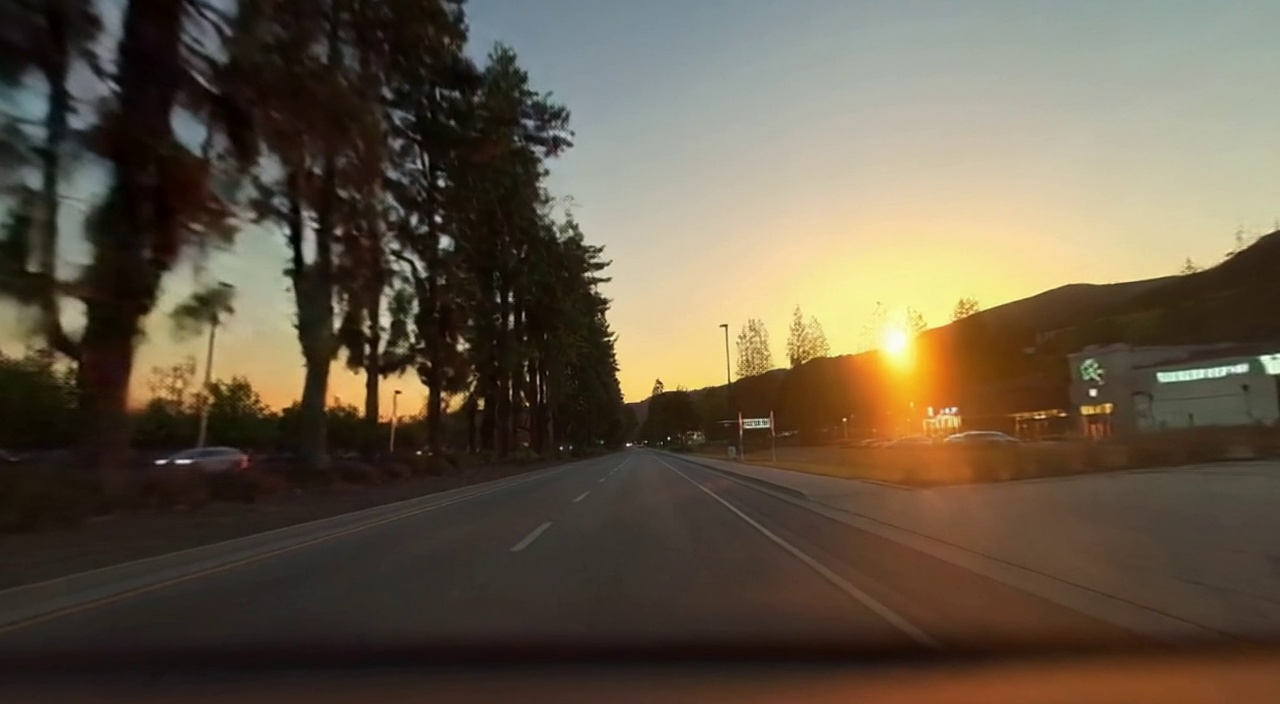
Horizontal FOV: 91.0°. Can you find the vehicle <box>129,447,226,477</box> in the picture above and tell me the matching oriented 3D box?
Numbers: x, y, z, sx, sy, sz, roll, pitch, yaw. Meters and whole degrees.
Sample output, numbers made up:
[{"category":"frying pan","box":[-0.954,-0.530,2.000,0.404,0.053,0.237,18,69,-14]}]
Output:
[{"category":"vehicle","box":[-24.485,5.825,33.563,1.826,1.506,4.293,0,-9,1]}]
